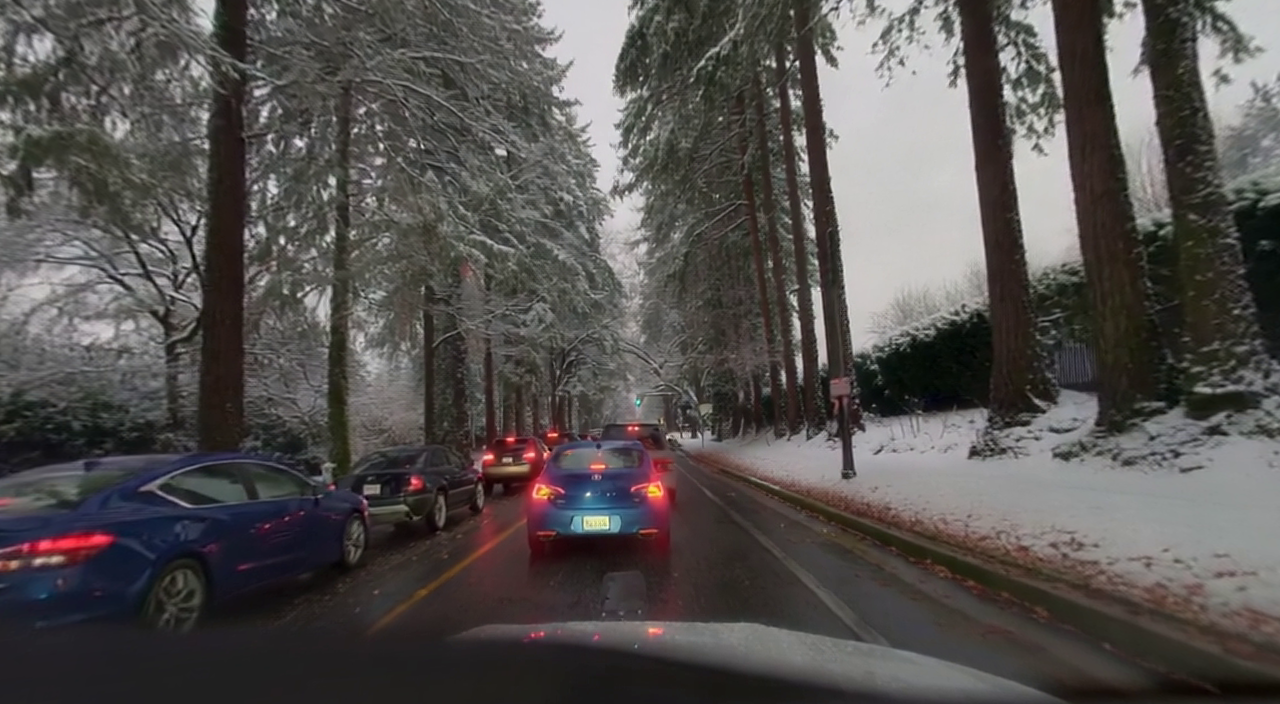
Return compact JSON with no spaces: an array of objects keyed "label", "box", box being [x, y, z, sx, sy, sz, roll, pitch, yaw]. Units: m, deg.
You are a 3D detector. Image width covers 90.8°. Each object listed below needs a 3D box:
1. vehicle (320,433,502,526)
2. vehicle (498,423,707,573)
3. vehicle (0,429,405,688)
[{"label":"vehicle","box":[-4.256,2.427,12.629,1.898,1.503,4.453,0,-8,1]},{"label":"vehicle","box":[-0.412,1.794,8.561,2.127,1.517,4.090,0,-8,-1]},{"label":"vehicle","box":[-3.817,1.449,5.631,1.784,1.408,4.141,0,-8,1]}]
